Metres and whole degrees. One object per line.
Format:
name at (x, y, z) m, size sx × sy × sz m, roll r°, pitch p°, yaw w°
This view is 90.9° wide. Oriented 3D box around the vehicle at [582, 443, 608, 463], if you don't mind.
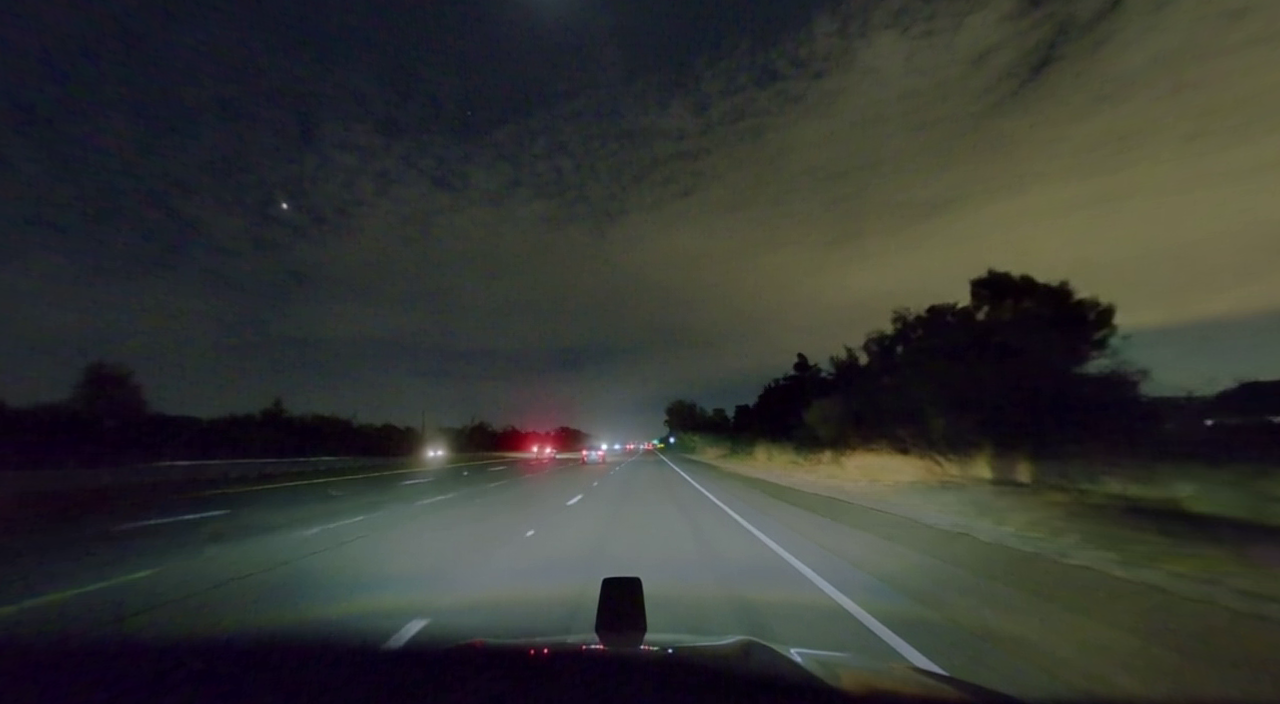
vehicle at (-3.491, 7.920, 49.550) m, size 1.786 × 1.488 × 4.023 m, roll 0°, pitch -8°, yaw 0°
